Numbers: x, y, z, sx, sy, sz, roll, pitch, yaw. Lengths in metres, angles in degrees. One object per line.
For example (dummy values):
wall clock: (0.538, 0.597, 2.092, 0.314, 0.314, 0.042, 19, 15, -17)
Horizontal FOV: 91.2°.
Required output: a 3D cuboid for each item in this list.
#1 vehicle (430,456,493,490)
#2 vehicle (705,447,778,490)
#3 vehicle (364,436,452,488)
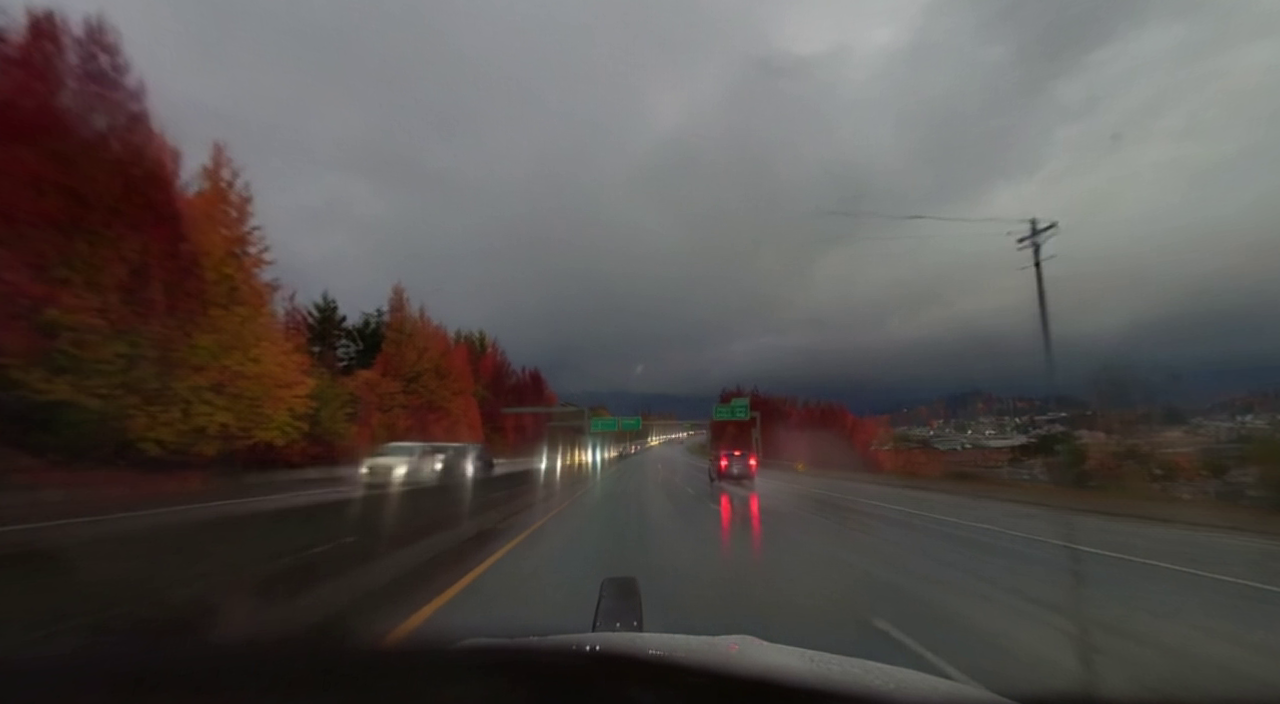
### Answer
vehicle: (-8.774, 5.976, 31.196, 1.915, 1.531, 4.085, 0, -9, 0)
vehicle: (3.974, 4.640, 25.400, 2.070, 1.546, 4.648, 0, -9, -1)
vehicle: (-13.060, 6.245, 36.024, 2.302, 2.673, 7.335, 0, -9, 0)
